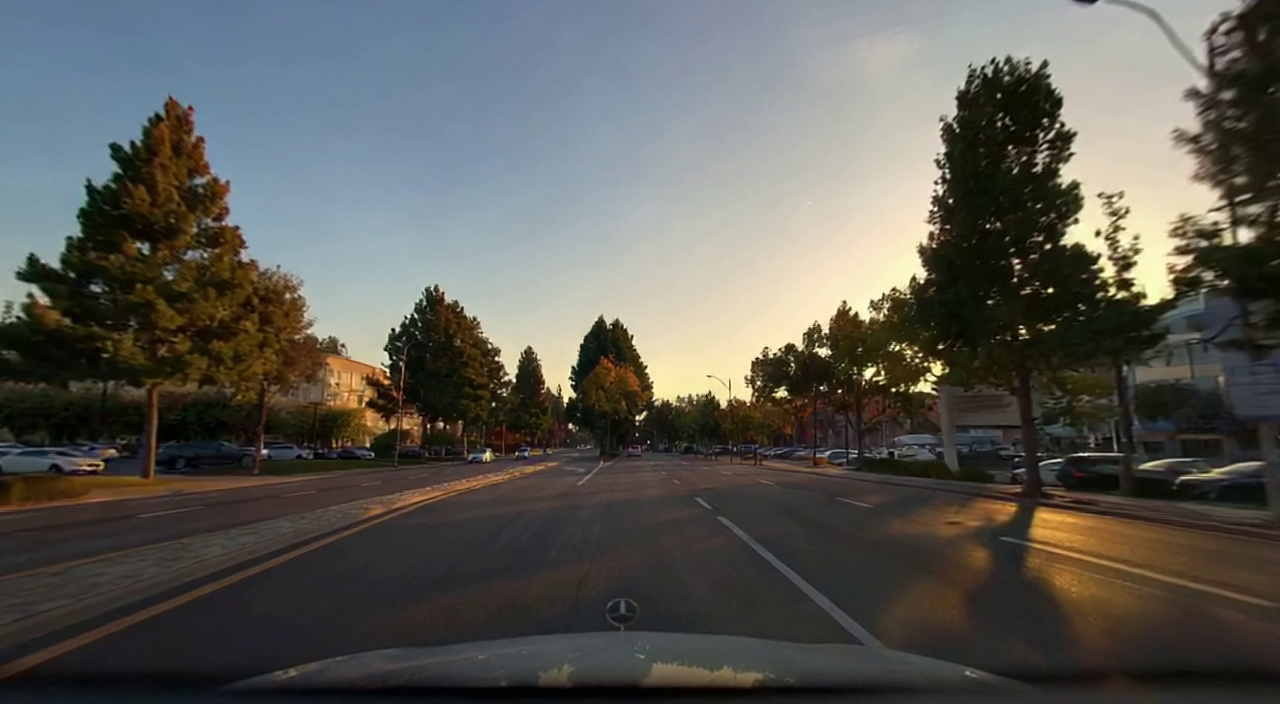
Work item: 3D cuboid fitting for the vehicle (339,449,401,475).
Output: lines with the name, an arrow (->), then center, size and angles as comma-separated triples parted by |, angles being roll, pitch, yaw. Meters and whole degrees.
vehicle -> -16.415, 6.679, 38.624 | 1.876, 1.460, 4.433 | 0, -8, -1

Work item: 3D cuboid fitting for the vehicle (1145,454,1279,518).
vehicle -> 20.394, 4.401, 21.041 | 5.097, 1.936, 2.254 | 0, -9, 1

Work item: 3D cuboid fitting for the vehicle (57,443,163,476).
vehicle -> -29.580, 5.989, 35.494 | 1.950, 1.696, 4.597 | 0, -8, 0

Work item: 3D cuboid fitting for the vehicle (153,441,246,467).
vehicle -> -30.658, 7.101, 44.199 | 5.107, 1.753, 1.963 | 5, -10, -31

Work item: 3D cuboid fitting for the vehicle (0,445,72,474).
vehicle -> -35.138, 6.076, 35.964 | 1.736, 1.414, 4.170 | 2, -8, -2
